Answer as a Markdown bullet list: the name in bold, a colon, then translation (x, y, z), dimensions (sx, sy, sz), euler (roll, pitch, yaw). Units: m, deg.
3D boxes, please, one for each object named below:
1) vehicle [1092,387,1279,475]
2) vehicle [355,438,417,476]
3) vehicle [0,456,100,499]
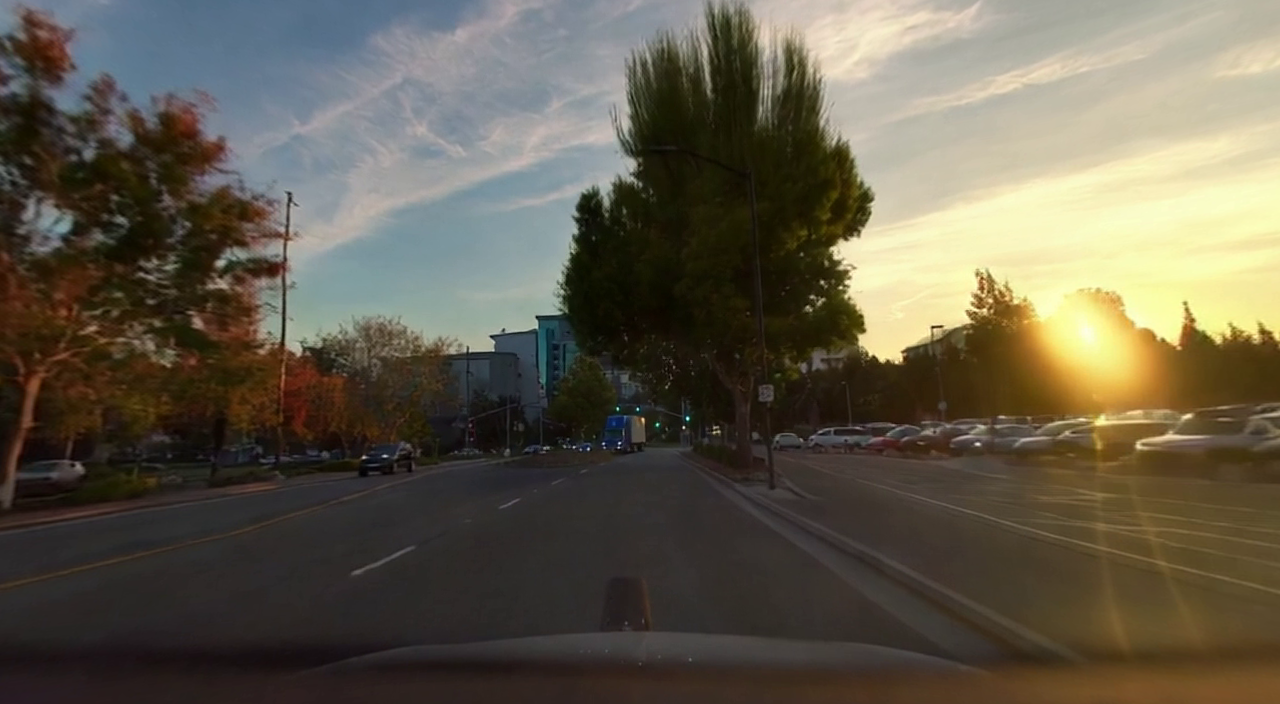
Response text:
- **vehicle**: translation (14.473, 2.022, 15.948), dimensions (4.437, 2.022, 2.173), euler (1, -8, -6)
- **vehicle**: translation (-16.697, 6.877, 41.742), dimensions (2.380, 2.179, 5.187), euler (-2, -8, -5)
- **vehicle**: translation (-30.477, 6.334, 32.164), dimensions (1.967, 1.877, 4.256), euler (0, -8, 0)
